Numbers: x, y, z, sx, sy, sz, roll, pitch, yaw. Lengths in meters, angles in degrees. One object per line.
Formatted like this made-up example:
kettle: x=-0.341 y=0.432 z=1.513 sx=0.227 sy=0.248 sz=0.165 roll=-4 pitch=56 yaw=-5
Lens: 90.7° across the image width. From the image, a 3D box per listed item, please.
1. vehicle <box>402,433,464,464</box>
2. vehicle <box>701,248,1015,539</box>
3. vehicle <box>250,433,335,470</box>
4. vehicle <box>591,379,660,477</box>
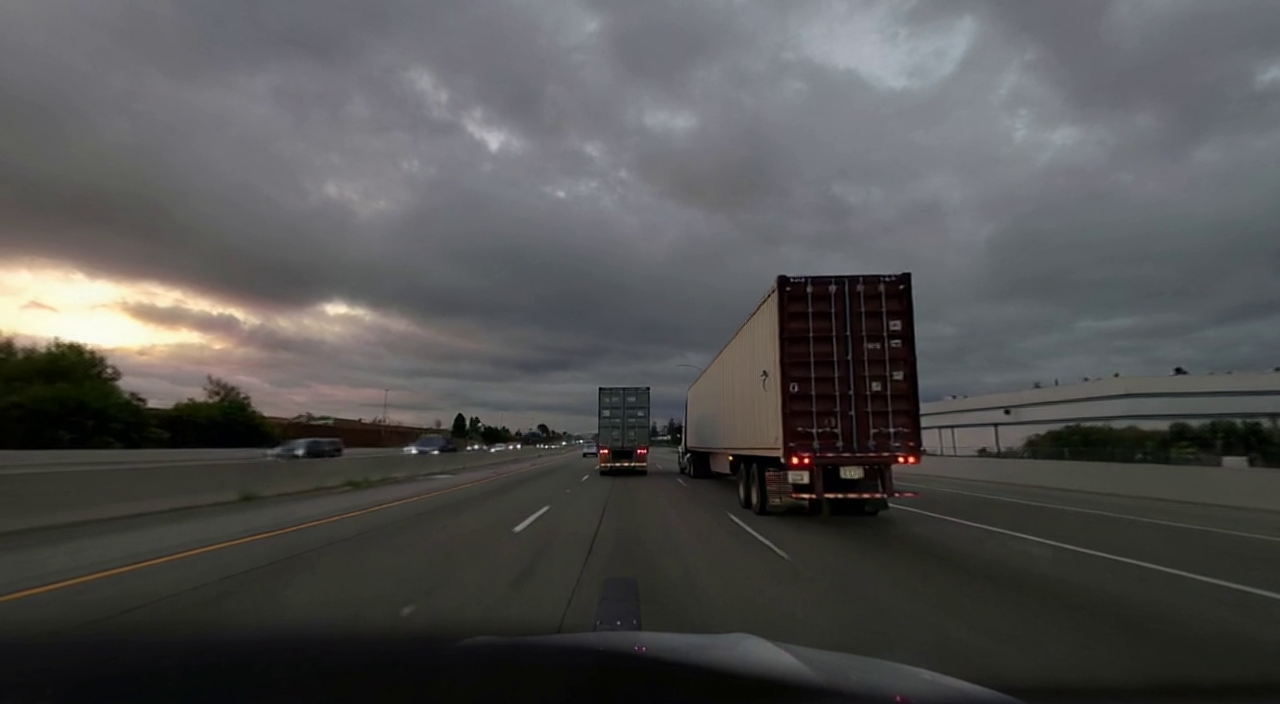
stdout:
vehicle: x=-13.180 y=6.186 z=40.659 sx=2.220 sy=1.787 sz=5.560 roll=0 pitch=-9 yaw=-1
vehicle: x=3.587 y=1.459 z=15.167 sx=2.803 sy=4.072 sz=12.744 roll=0 pitch=-9 yaw=-1
vehicle: x=-17.043 y=4.887 z=31.290 sx=1.905 sy=1.684 sz=4.215 roll=0 pitch=-9 yaw=-3
vehicle: x=-0.546 y=4.037 z=32.410 sx=2.841 sy=4.071 sz=12.046 roll=-1 pitch=-8 yaw=1
